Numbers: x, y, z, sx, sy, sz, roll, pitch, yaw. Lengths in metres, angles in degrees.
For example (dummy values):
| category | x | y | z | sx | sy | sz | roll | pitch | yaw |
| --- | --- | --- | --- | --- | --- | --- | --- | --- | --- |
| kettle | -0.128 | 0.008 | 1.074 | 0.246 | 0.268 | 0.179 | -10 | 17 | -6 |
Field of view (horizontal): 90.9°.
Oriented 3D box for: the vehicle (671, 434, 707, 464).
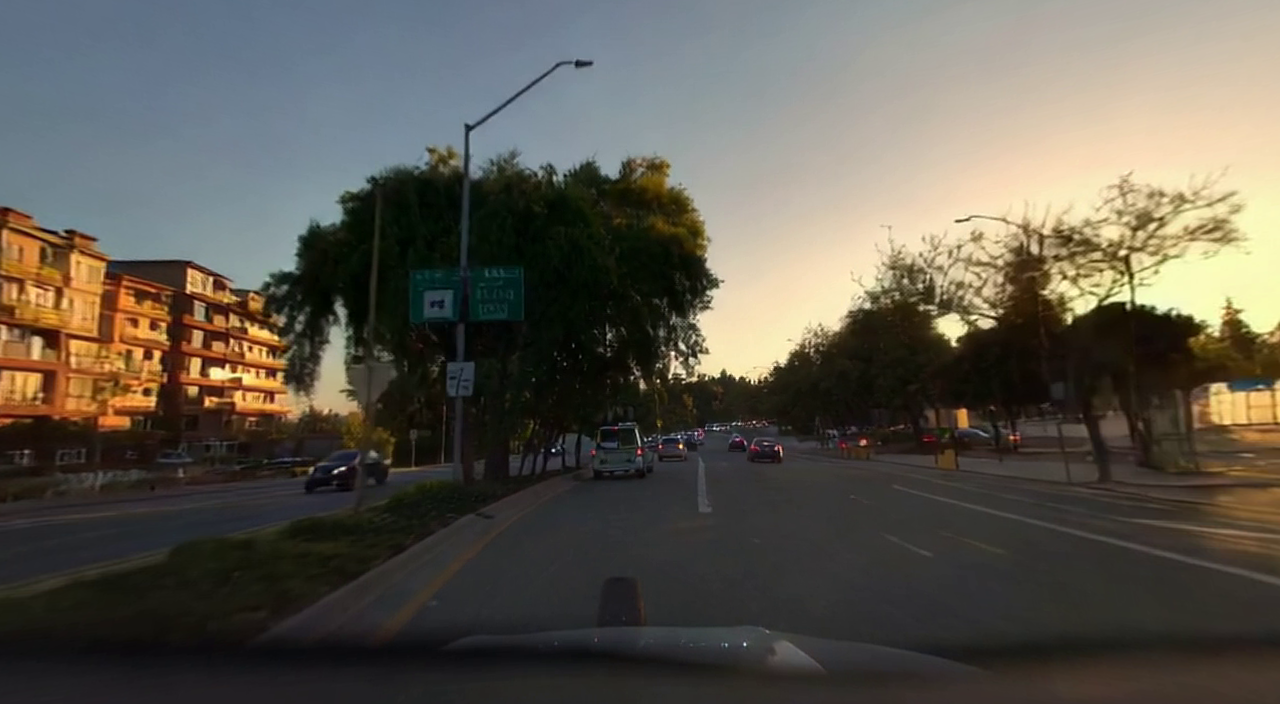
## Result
| category | x | y | z | sx | sy | sz | roll | pitch | yaw |
| --- | --- | --- | --- | --- | --- | --- | --- | --- | --- |
| vehicle | 3.277 | 6.316 | 41.300 | 2.222 | 1.841 | 4.031 | -1 | -8 | 6 |

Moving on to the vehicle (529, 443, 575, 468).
| category | x | y | z | sx | sy | sz | roll | pitch | yaw |
| --- | --- | --- | --- | --- | --- | --- | --- | --- | --- |
| vehicle | -5.543 | 6.587 | 40.369 | 1.955 | 1.460 | 4.434 | -1 | -8 | 5 |

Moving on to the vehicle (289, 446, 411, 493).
| category | x | y | z | sx | sy | sz | roll | pitch | yaw |
| --- | --- | --- | --- | --- | --- | --- | --- | --- | --- |
| vehicle | -10.176 | 4.120 | 22.588 | 1.965 | 1.486 | 4.494 | -1 | -8 | 5 |

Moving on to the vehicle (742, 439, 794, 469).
| category | x | y | z | sx | sy | sz | roll | pitch | yaw |
| --- | --- | --- | --- | --- | --- | --- | --- | --- | --- |
| vehicle | 6.724 | 5.379 | 33.546 | 2.075 | 1.486 | 4.316 | -1 | -8 | 3 |

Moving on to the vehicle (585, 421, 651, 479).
| category | x | y | z | sx | sy | sz | roll | pitch | yaw |
| --- | --- | --- | --- | --- | --- | --- | --- | --- | --- |
| vehicle | -0.779 | 3.994 | 25.878 | 2.396 | 2.143 | 4.824 | 0 | -8 | 2 |
